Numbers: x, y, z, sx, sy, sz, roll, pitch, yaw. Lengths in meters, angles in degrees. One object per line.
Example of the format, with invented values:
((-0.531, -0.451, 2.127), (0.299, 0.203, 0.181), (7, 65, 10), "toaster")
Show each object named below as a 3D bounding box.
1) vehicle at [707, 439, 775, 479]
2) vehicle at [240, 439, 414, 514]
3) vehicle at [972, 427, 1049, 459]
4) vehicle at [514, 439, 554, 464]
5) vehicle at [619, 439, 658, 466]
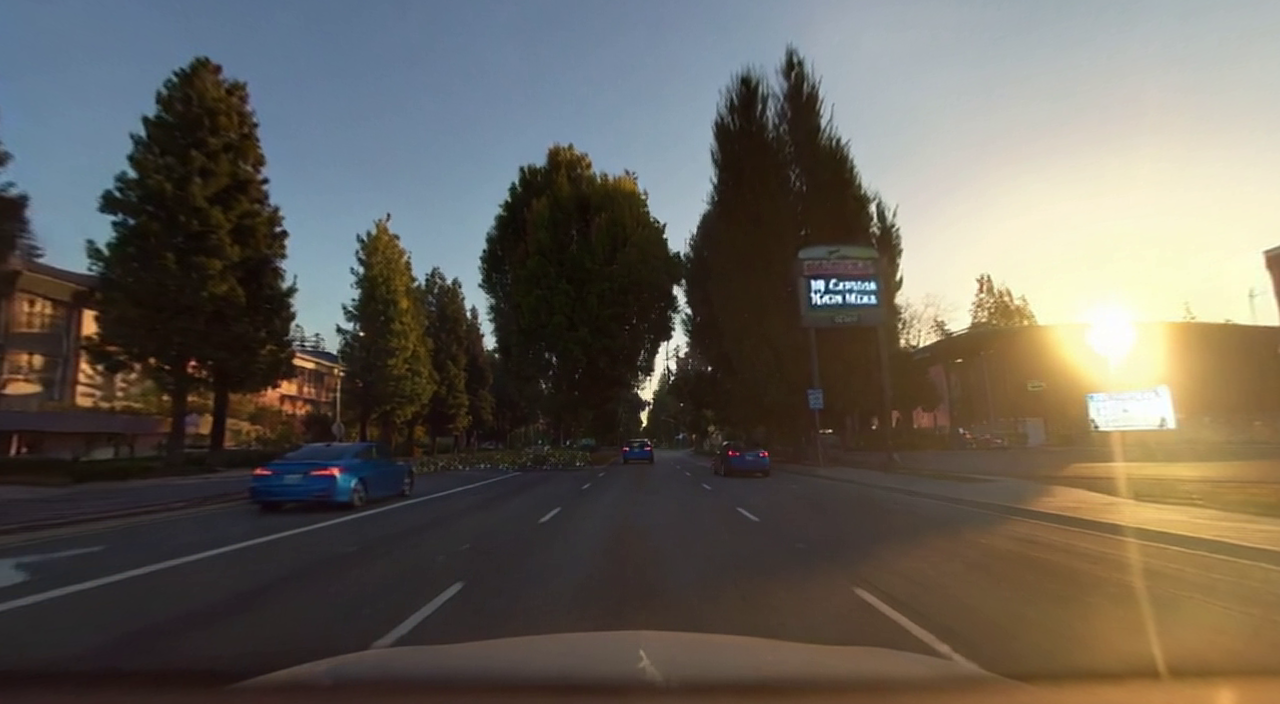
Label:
((4.017, 4.321, 25.761), (1.977, 1.474, 4.399), (0, -8, -1), "vehicle")
((-6.888, 2.748, 14.428), (1.993, 1.444, 3.965), (0, -8, -1), "vehicle")
((26.052, 6.454, 44.589), (2.244, 2.120, 5.471), (-1, -8, 1), "vehicle")
((-7.397, 6.853, 43.516), (2.127, 1.562, 4.402), (2, -9, -17), "vehicle")
((-0.036, 6.061, 38.193), (2.001, 1.504, 4.212), (-1, -8, 5), "vehicle")
